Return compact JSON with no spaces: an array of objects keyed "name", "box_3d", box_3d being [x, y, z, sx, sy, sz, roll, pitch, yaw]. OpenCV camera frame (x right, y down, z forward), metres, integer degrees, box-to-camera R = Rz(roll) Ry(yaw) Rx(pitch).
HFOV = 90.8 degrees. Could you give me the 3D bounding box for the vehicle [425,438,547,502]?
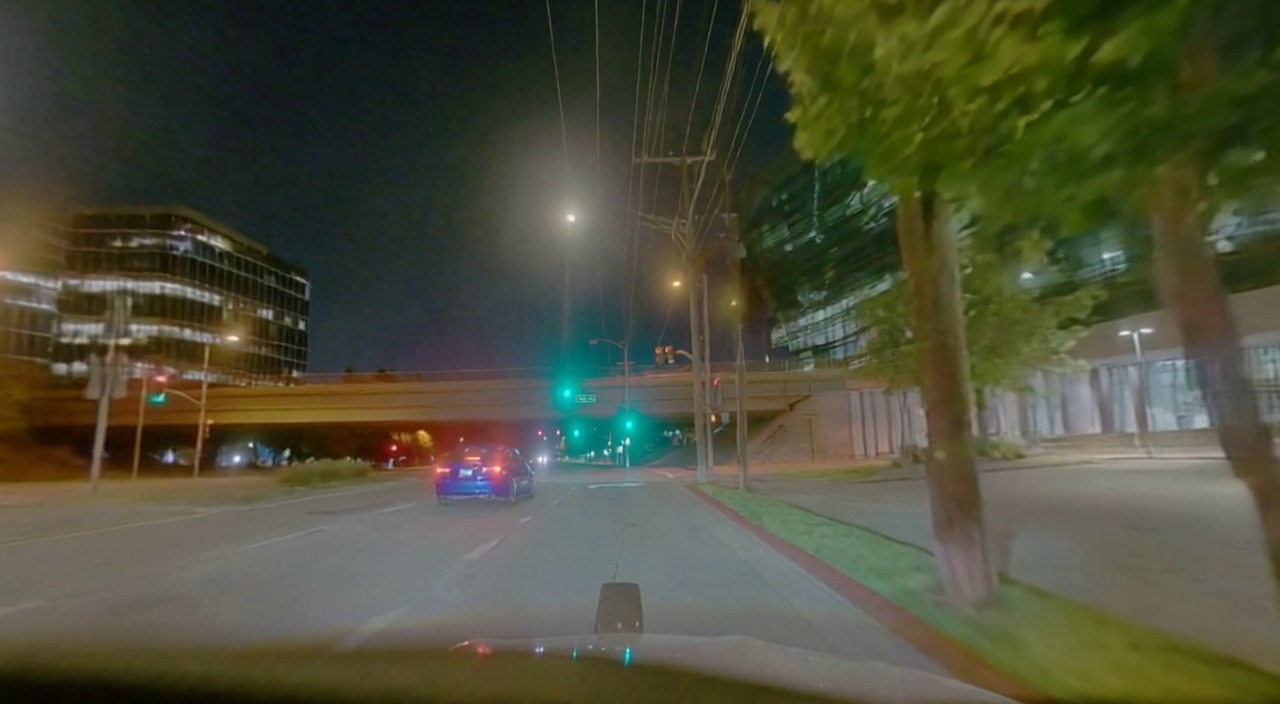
[{"name":"vehicle","box_3d":[-3.920,3.104,17.001,2.154,1.465,4.532,0,-9,0]}]
